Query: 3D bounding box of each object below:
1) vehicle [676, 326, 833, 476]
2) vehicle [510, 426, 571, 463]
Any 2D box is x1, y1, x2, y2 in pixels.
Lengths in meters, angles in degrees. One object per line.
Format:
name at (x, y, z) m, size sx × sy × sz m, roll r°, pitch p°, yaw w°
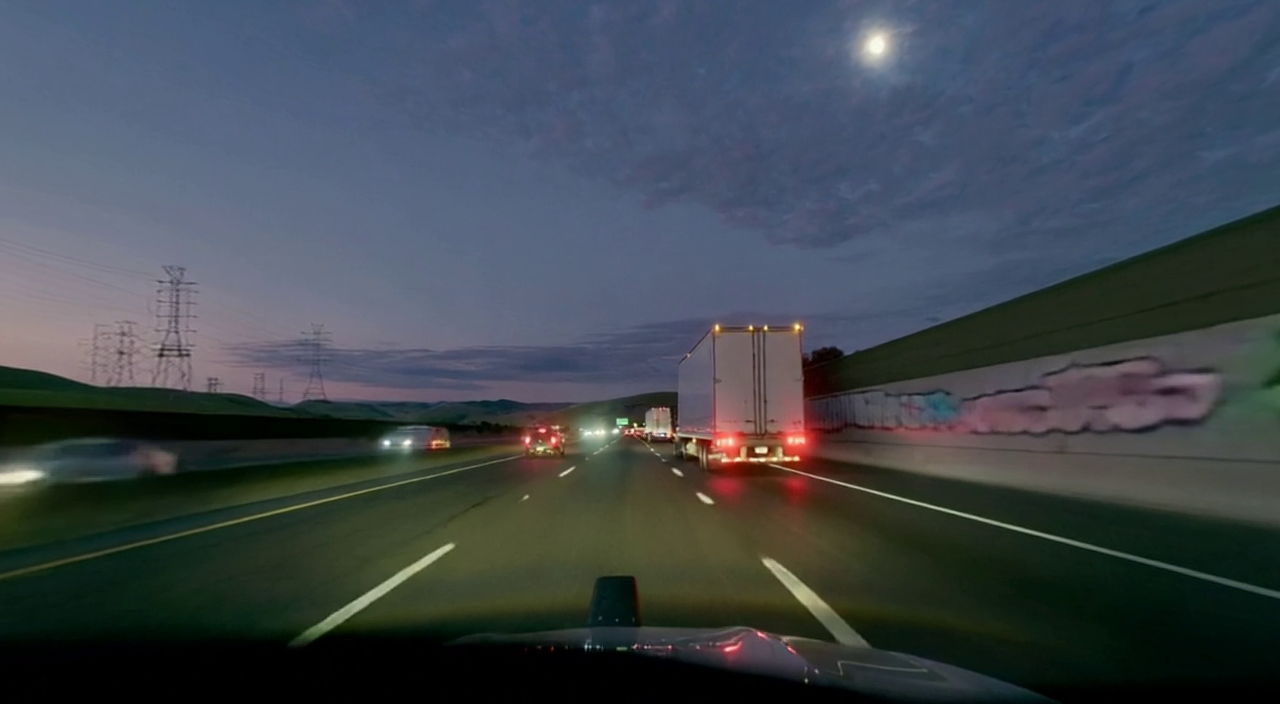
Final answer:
vehicle at (3.240, 1.949, 21.727) m, size 3.060 × 3.842 × 11.095 m, roll 0°, pitch -7°, yaw -1°
vehicle at (-4.294, 4.042, 27.886) m, size 1.965 × 1.486 × 4.448 m, roll 0°, pitch -7°, yaw 0°
